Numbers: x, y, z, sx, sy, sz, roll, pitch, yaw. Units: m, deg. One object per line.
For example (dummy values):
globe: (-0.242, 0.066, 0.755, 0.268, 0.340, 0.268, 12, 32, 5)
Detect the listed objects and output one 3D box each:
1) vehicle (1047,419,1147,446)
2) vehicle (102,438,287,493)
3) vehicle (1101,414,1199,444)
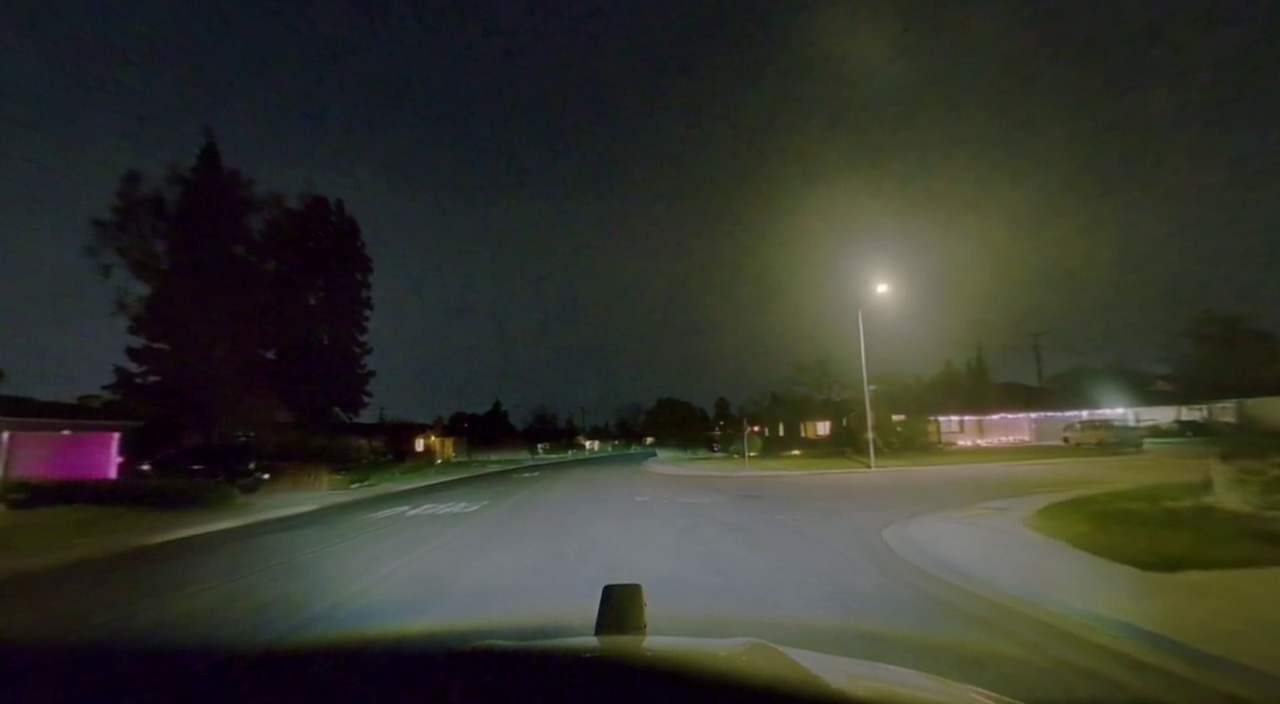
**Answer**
vehicle: (26.974, 4.844, 37.462, 1.845, 1.450, 4.991, 2, -8, -7)
vehicle: (-15.633, 3.981, 22.395, 4.837, 1.785, 2.115, 0, -8, -5)
vehicle: (30.179, 4.645, 37.481, 1.794, 1.635, 4.469, -1, -8, -5)
